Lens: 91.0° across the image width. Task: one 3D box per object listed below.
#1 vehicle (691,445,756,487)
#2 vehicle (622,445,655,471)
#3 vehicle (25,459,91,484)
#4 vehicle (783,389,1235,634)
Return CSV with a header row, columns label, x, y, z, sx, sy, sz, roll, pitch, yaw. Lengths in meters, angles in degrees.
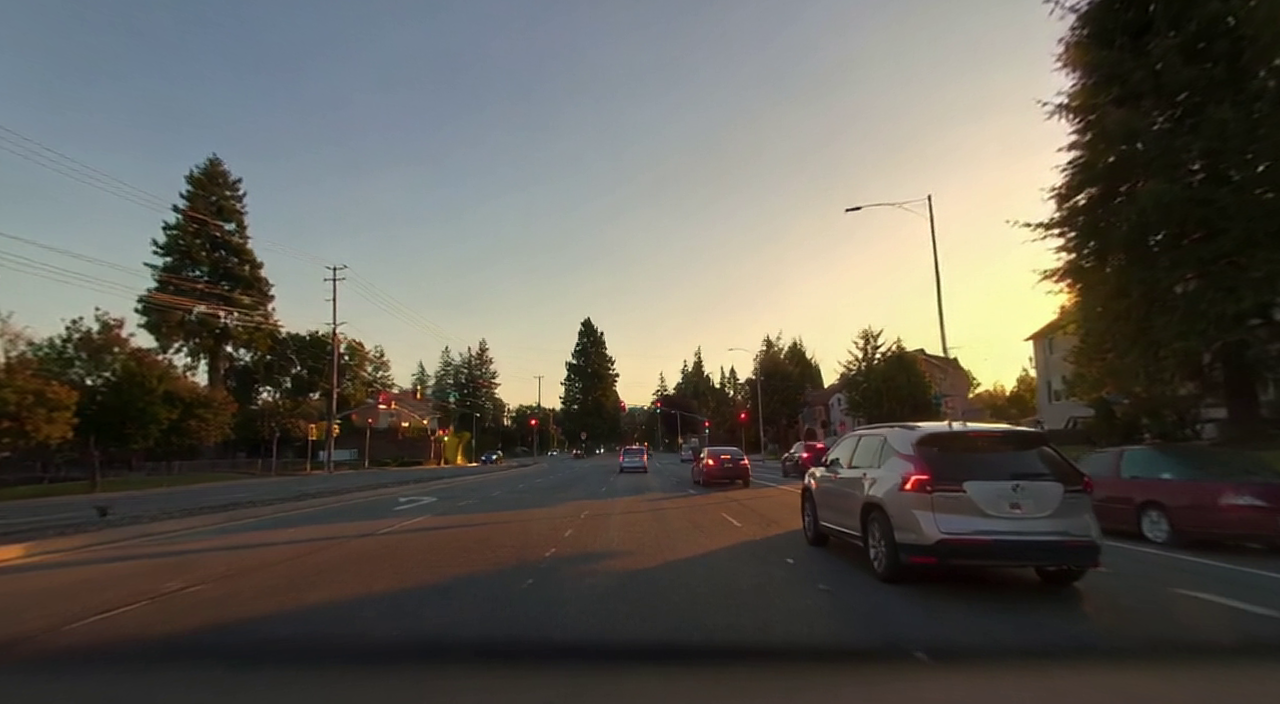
label,x,y,z,sx,sy,sz,roll,pitch,yaw
vehicle,3.086,4.322,24.105,1.889,1.451,4.180,0,-9,-1
vehicle,-0.131,7.263,43.330,2.146,1.685,4.003,0,-9,0
vehicle,-38.337,7.840,41.431,4.260,1.501,1.892,-5,-10,30
vehicle,3.208,1.506,6.938,2.129,1.761,4.610,0,-9,0
